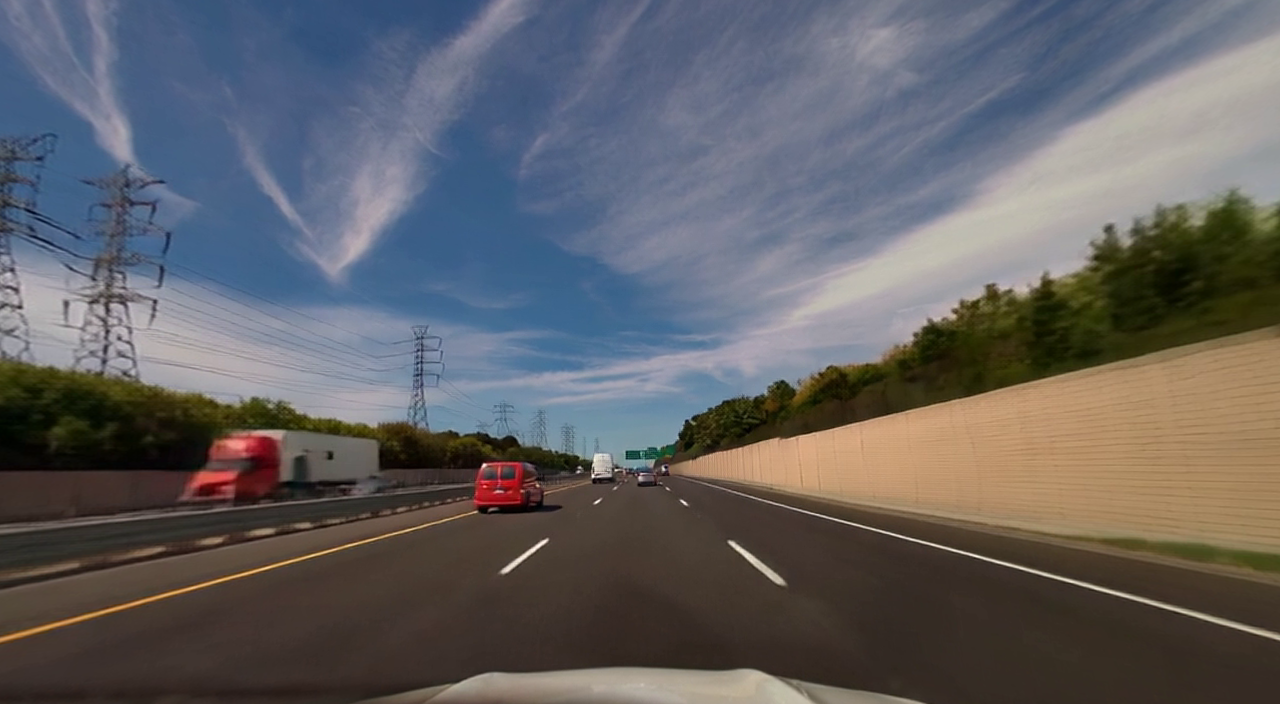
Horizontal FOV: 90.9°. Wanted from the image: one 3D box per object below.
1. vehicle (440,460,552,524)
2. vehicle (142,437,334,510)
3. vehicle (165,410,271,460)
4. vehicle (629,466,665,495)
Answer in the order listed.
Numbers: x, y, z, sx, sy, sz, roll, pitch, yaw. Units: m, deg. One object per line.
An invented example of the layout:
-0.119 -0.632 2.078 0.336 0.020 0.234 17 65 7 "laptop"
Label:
-3.834 3.863 17.715 2.023 1.541 4.543 0 -11 1 "vehicle"
-19.420 6.095 31.655 3.041 3.021 10.124 1 -11 -1 "vehicle"
-19.422 3.916 29.257 1.955 1.634 4.229 0 -17 -1 "vehicle"
0.382 7.568 37.271 2.006 1.554 3.863 1 -11 -1 "vehicle"
